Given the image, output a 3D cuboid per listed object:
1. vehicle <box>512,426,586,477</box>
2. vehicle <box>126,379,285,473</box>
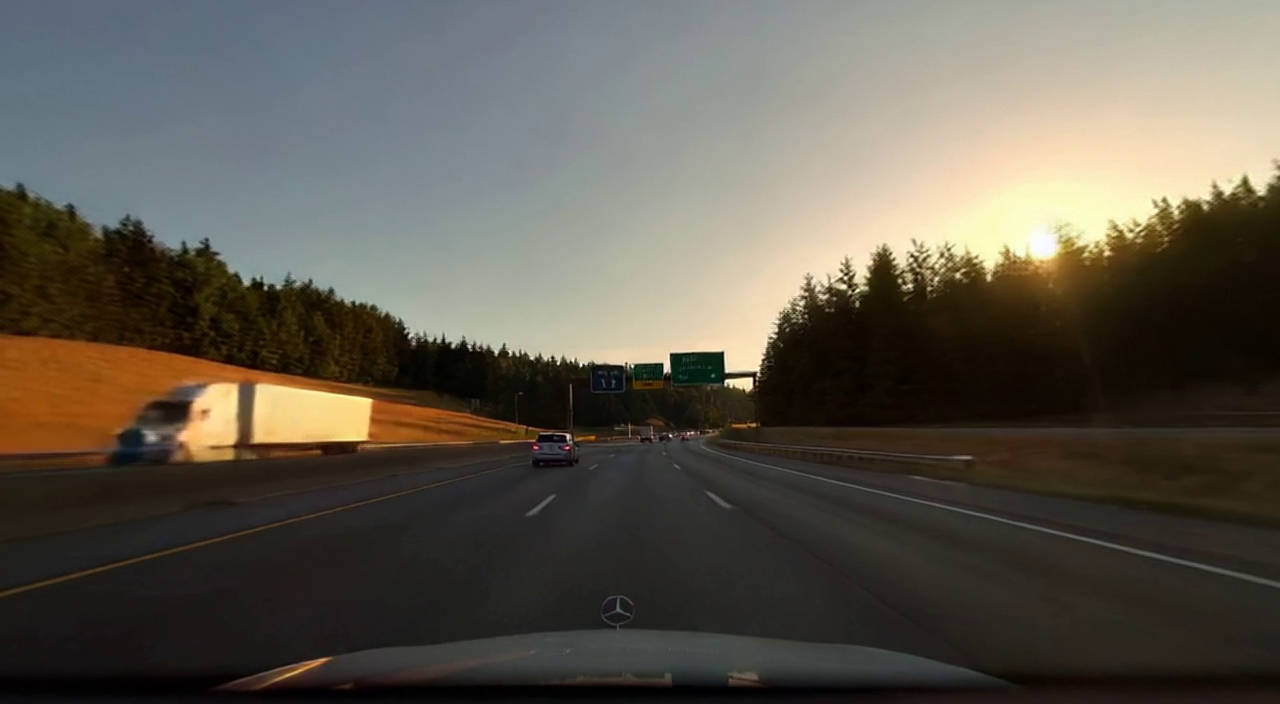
[{"bbox_3d":[-3.174,3.559,22.830,2.084,1.654,4.080,0,-8,0],"label":"vehicle"},{"bbox_3d":[-20.728,3.643,30.679,3.131,4.064,6.177,0,-8,0],"label":"vehicle"}]
